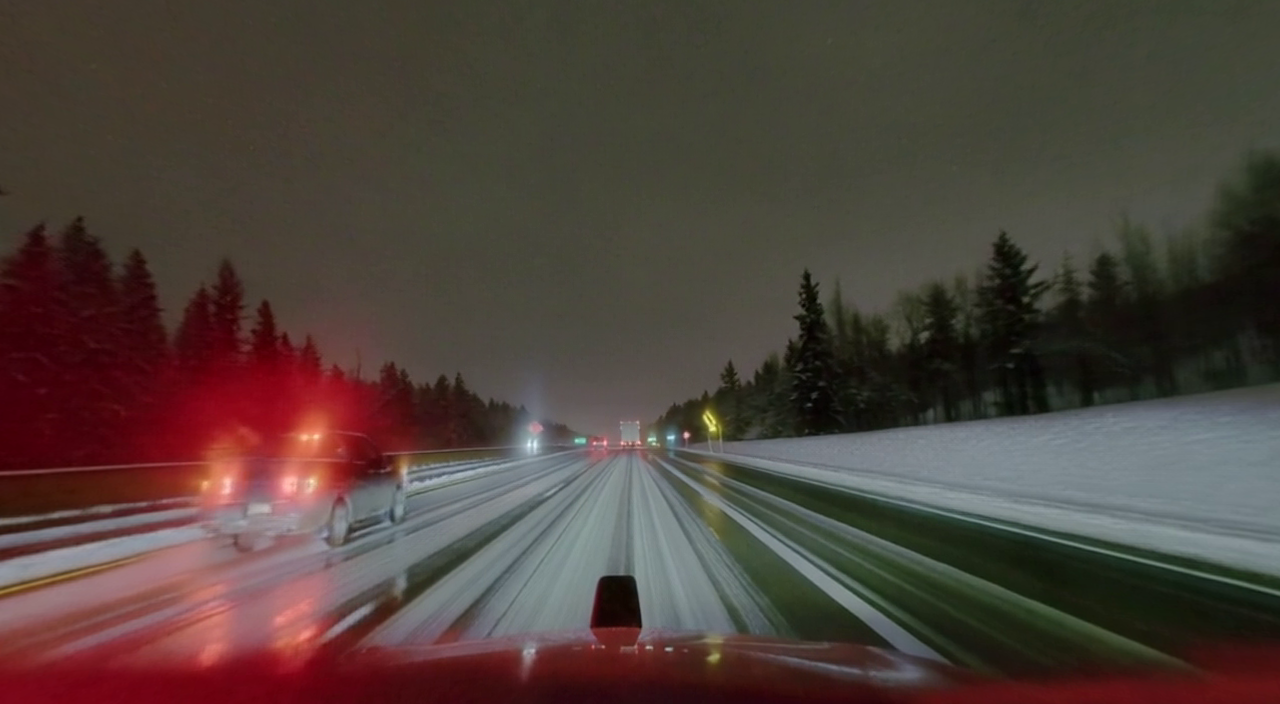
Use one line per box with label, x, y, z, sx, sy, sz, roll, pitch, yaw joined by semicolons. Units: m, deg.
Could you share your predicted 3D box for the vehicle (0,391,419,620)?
vehicle;-4.337;1.432;6.991;2.123;1.655;4.688;0;-8;-1
